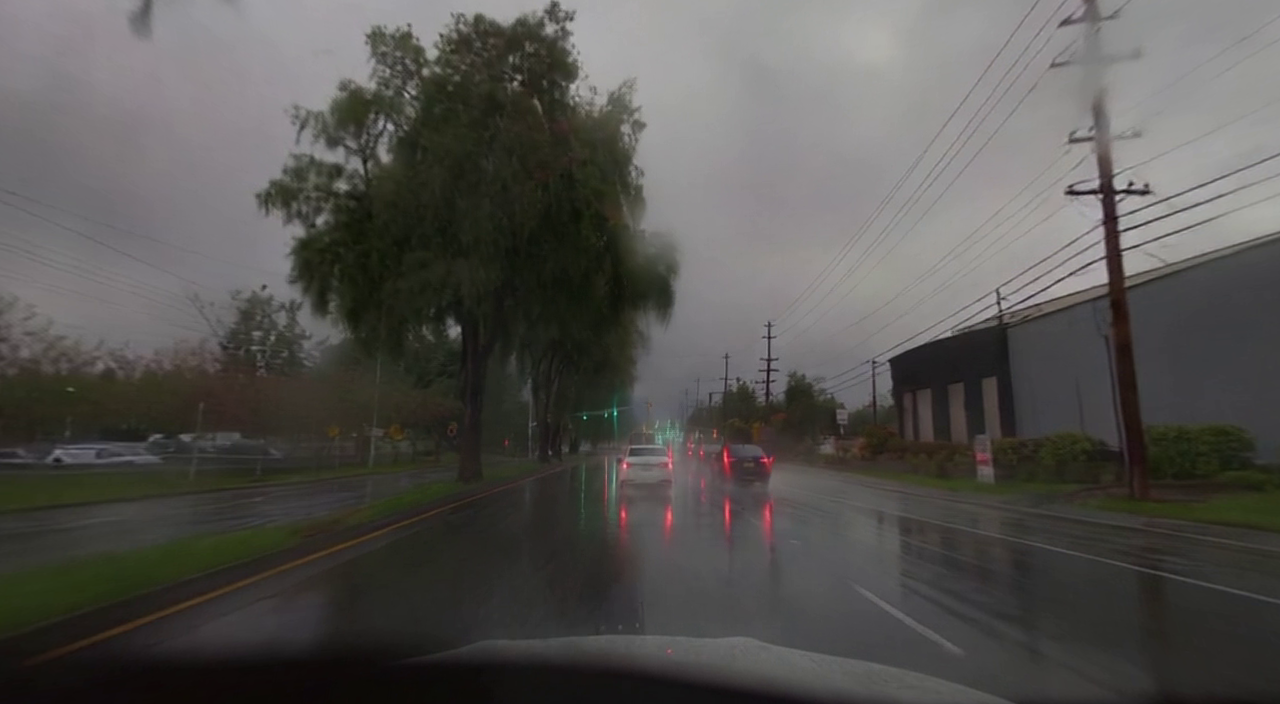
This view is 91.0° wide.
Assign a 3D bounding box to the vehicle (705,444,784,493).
[{"bbox_3d":[3.428,3.886,21.440,1.985,1.489,4.036,0,-8,-1],"label":"vehicle"}]

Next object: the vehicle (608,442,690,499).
[{"bbox_3d":[0.183,3.414,18.594,2.144,1.473,4.028,0,-8,-1],"label":"vehicle"}]

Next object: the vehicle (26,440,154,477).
[{"bbox_3d":[-30.146,5.836,34.660,4.687,1.894,2.149,2,-9,-11],"label":"vehicle"}]

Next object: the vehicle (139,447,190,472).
[{"bbox_3d":[-30.120,6.783,39.963,1.939,1.459,3.953,5,-10,-28],"label":"vehicle"}]
